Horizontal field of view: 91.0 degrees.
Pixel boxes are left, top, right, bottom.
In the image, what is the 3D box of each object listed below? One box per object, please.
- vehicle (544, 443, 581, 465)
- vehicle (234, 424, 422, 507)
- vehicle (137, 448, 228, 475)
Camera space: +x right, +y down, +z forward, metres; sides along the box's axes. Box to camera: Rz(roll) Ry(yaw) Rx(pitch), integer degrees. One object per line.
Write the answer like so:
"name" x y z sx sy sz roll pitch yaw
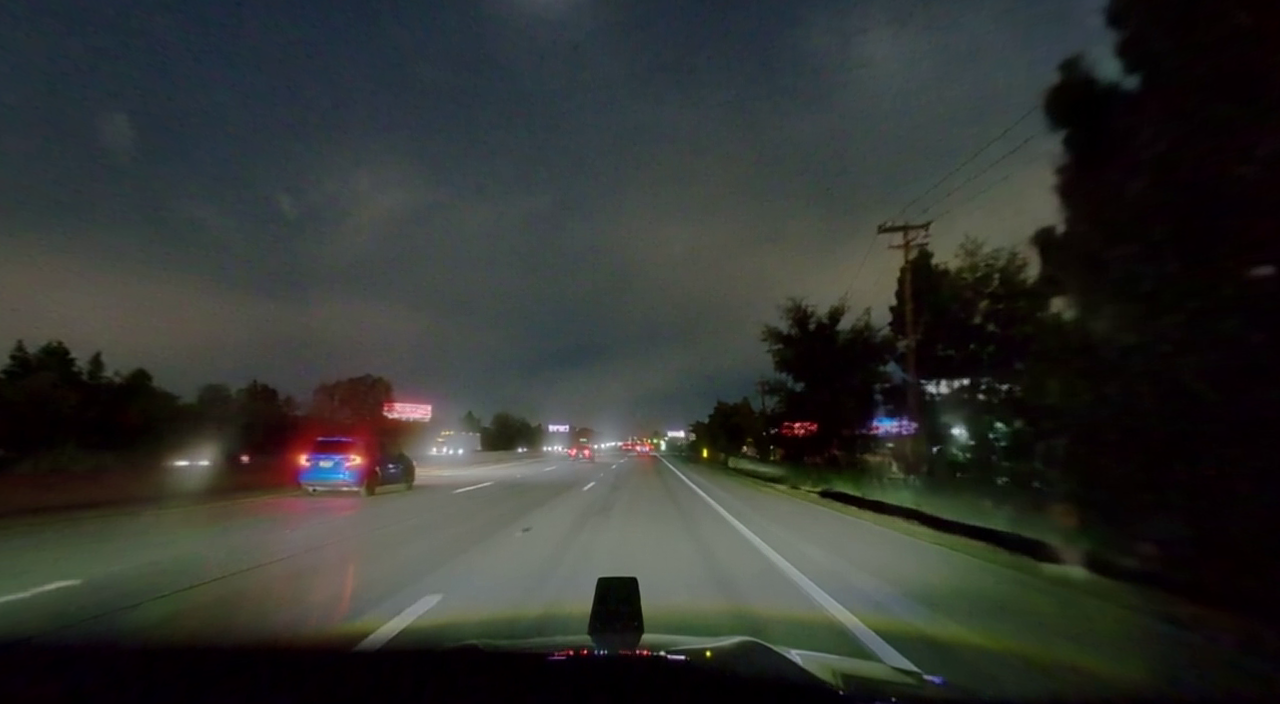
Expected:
"vehicle" -5.880 7.776 48.120 2.008 1.520 4.731 0 -9 3
"vehicle" -7.261 2.709 15.416 2.055 1.683 4.804 0 -9 1
"vehicle" -28.942 6.898 40.037 1.917 1.559 4.984 0 -9 2
